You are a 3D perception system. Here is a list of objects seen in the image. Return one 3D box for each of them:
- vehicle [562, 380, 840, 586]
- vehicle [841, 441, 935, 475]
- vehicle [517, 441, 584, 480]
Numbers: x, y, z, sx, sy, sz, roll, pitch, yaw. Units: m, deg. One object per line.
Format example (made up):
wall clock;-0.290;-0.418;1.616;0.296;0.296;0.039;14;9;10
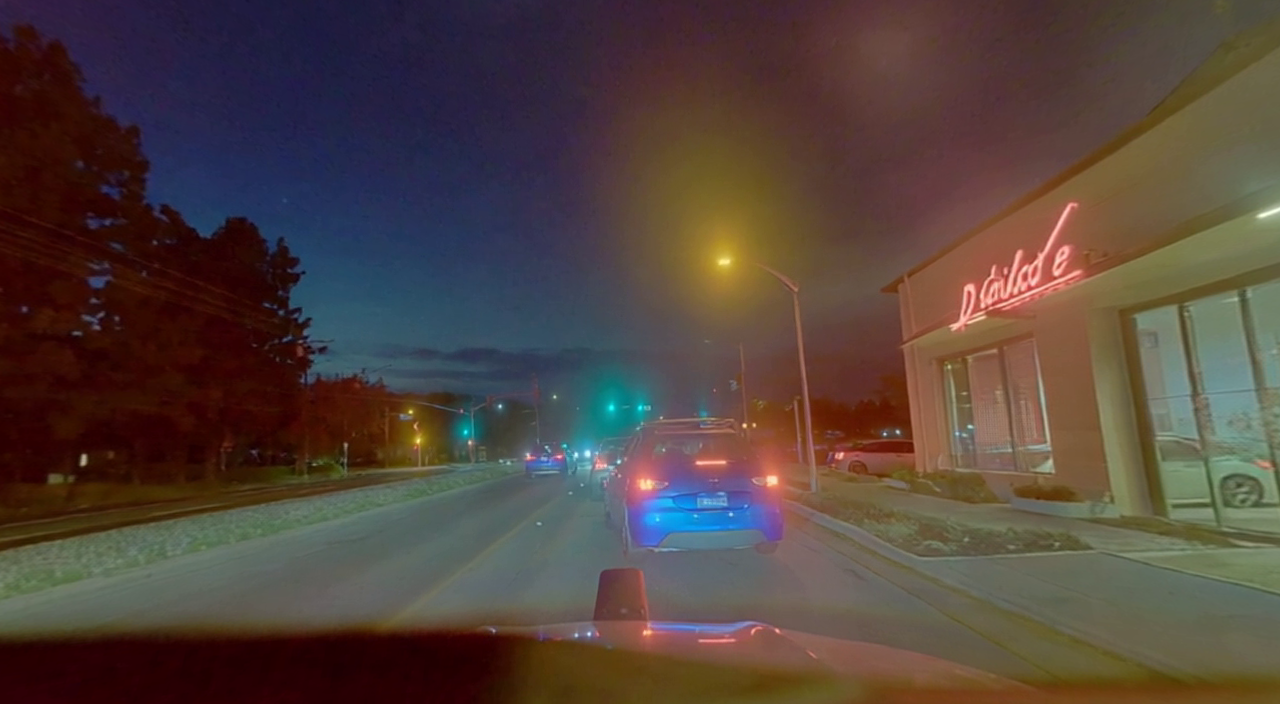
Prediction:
vehicle;0.399;1.616;8.560;2.052;1.955;4.642;3;-9;-17
vehicle;12.119;5.181;30.806;3.811;1.557;1.800;1;-9;-10
vehicle;-3.630;4.487;26.204;2.026;1.466;4.282;0;-8;2
